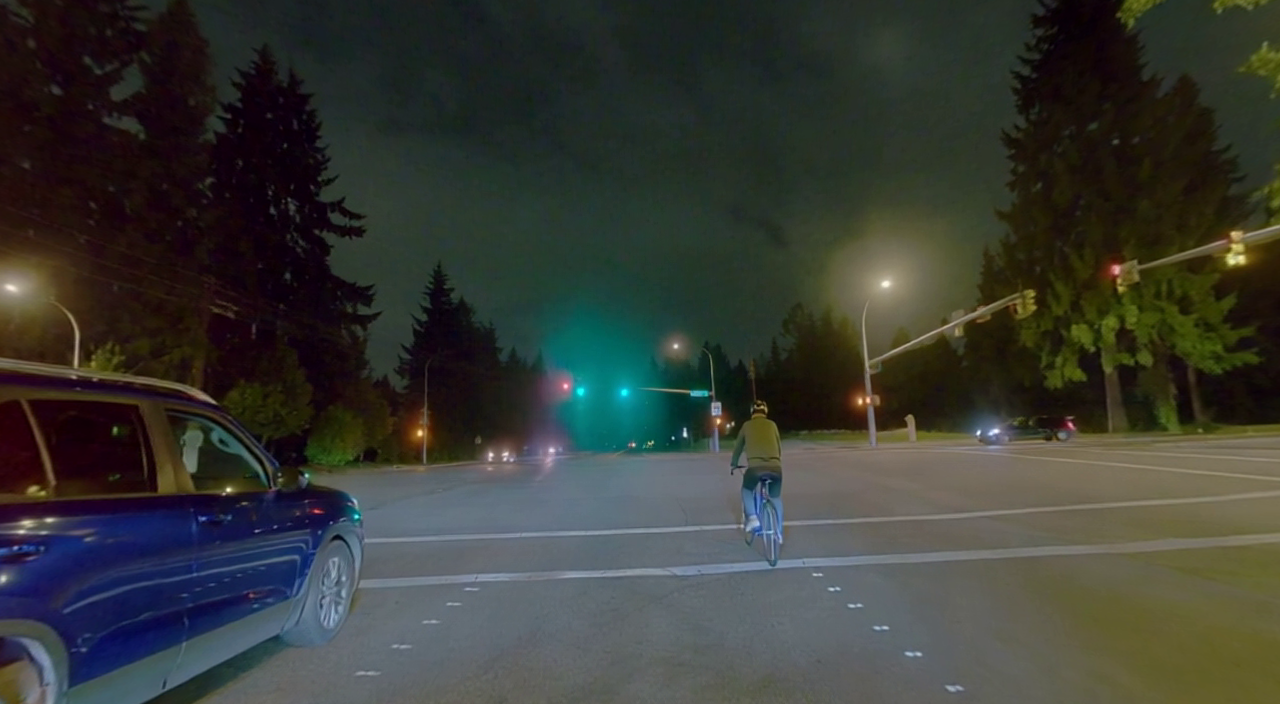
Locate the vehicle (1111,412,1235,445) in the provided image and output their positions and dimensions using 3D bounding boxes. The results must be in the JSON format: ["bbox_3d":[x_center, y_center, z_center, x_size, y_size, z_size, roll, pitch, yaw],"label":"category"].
[{"bbox_3d":[25.743,3.734,30.501,4.716,1.507,1.904,2,-9,-11],"label":"vehicle"}]

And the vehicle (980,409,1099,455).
[{"bbox_3d":[18.561,3.751,29.386,4.237,1.948,1.997,0,-9,-9],"label":"vehicle"}]

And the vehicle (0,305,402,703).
[{"bbox_3d":[-2.966,0.866,2.757,2.049,1.756,4.602,0,-8,0],"label":"vehicle"}]
